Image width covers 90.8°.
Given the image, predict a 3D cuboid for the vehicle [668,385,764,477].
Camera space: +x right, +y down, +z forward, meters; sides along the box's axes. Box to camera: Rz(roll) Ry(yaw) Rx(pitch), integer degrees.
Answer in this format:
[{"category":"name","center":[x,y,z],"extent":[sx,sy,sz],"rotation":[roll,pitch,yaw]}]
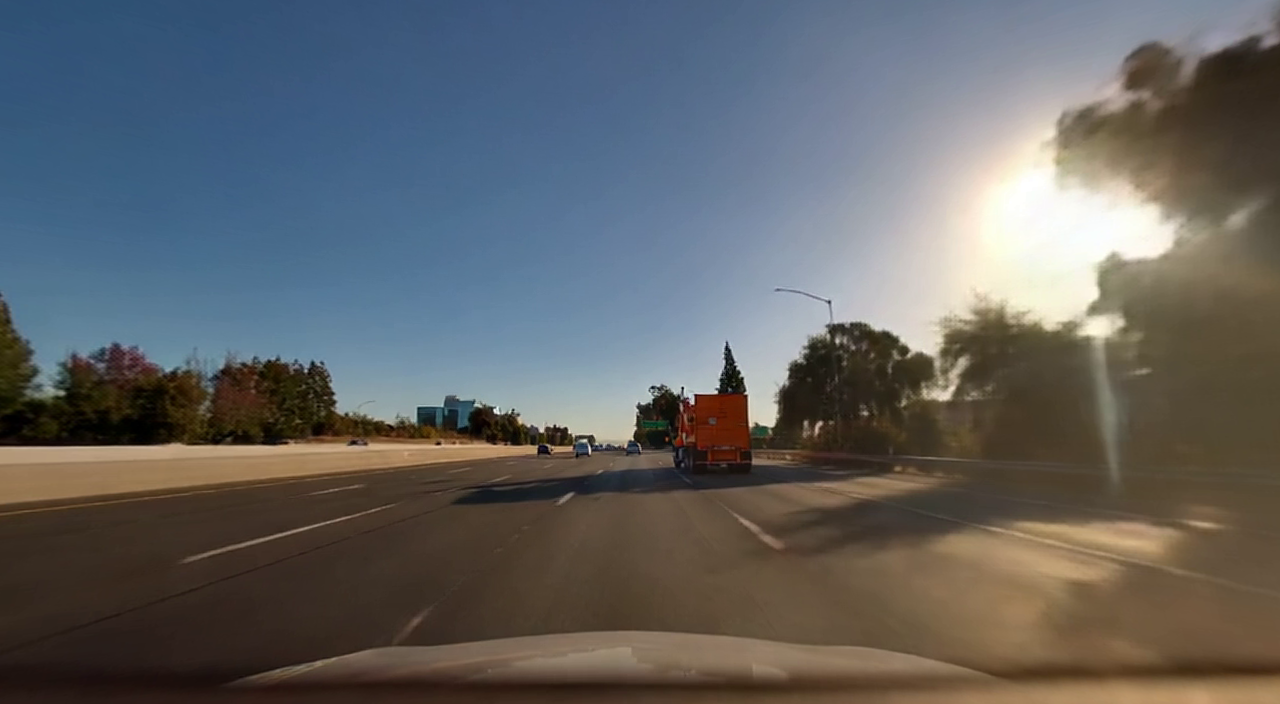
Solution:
[{"category":"vehicle","center":[3.210,3.880,30.149],"extent":[2.966,3.586,10.563],"rotation":[0,-9,-2]}]
